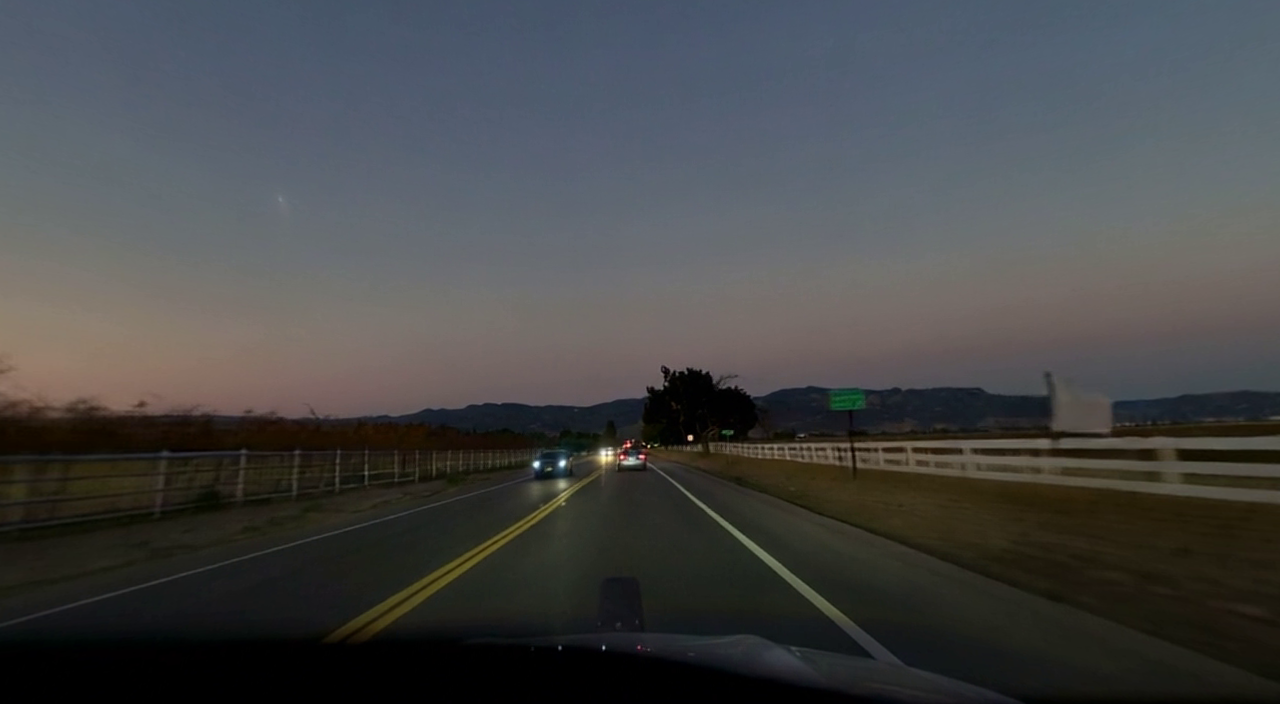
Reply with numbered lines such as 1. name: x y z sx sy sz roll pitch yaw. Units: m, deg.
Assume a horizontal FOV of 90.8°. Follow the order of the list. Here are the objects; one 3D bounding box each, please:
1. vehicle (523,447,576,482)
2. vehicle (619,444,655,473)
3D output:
1. vehicle: -4.390 5.522 31.411 1.989 1.600 3.979 -1 -9 1
2. vehicle: -0.225 6.684 39.855 2.158 1.669 4.006 0 -9 -1
